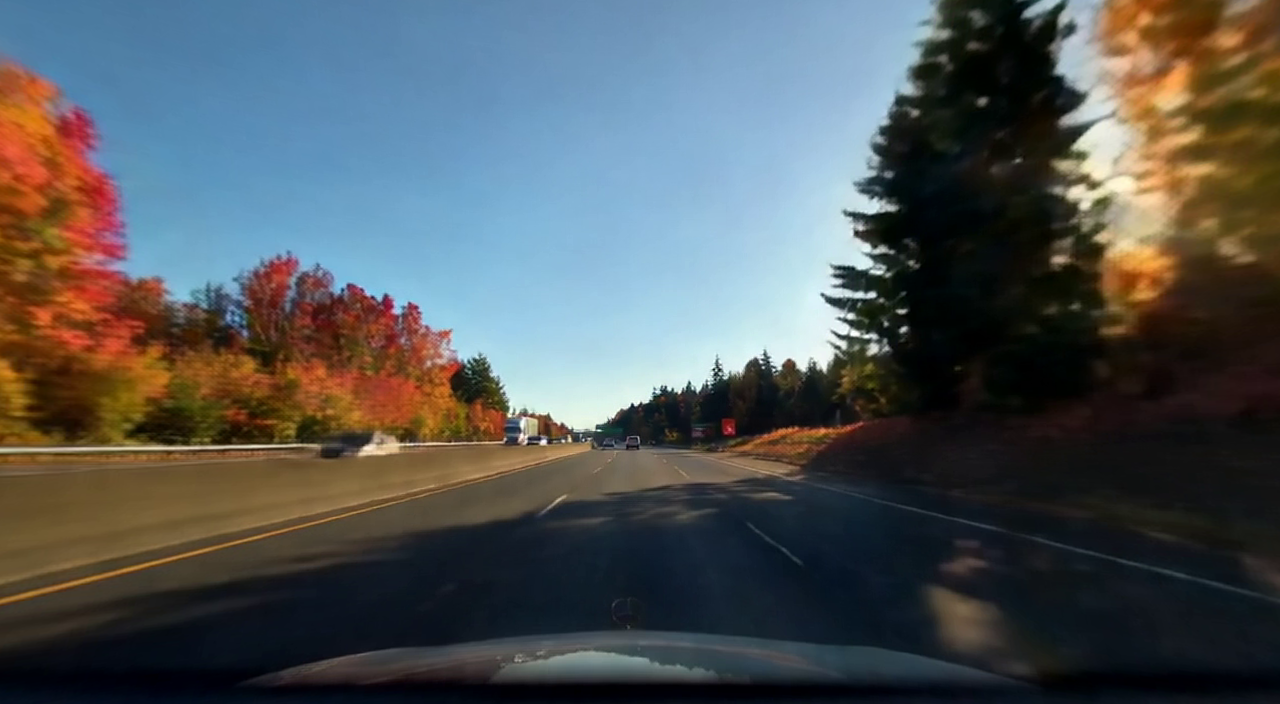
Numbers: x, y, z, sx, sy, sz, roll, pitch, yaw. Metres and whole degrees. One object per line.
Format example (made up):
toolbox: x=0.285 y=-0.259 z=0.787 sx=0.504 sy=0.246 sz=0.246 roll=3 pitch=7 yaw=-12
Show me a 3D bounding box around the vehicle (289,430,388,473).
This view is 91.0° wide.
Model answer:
vehicle: x=-11.628 y=3.844 z=24.566 sx=1.882 sy=1.521 sz=3.932 roll=0 pitch=-8 yaw=0
